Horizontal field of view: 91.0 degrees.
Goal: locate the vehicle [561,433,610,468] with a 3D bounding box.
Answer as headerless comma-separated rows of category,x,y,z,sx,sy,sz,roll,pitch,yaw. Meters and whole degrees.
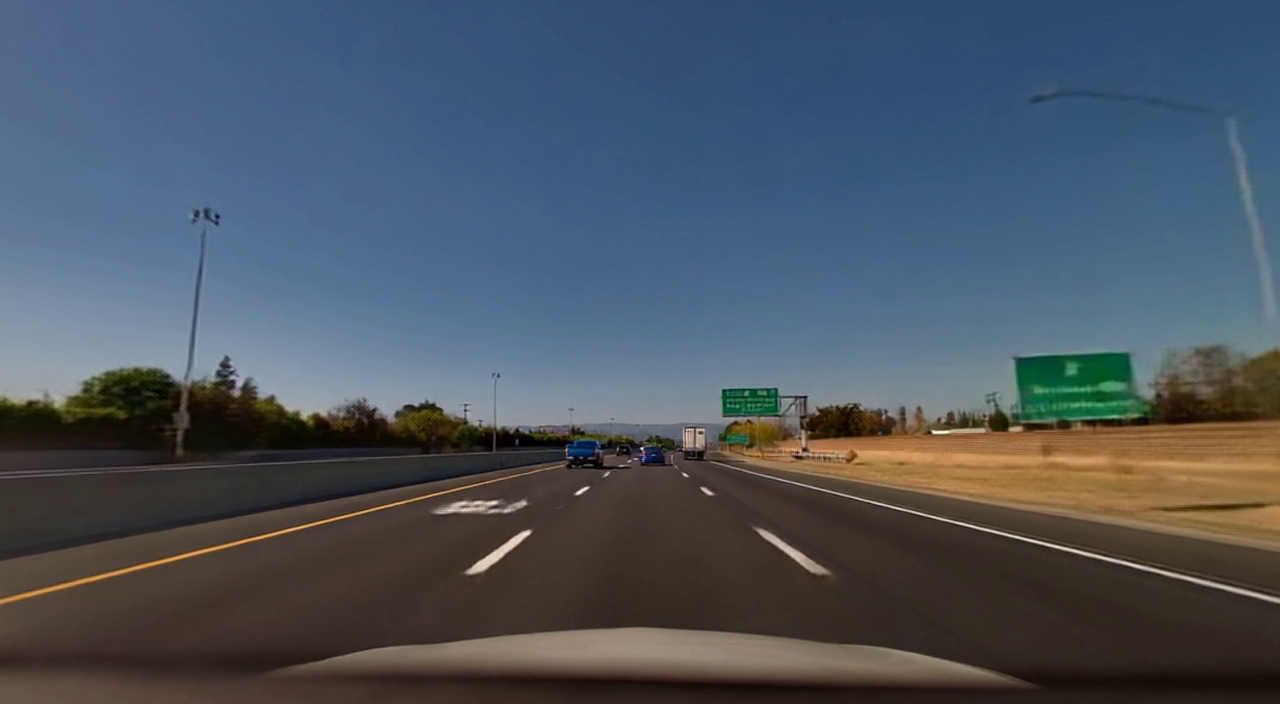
vehicle,-3.052,5.714,36.540,2.264,1.901,4.647,0,-9,2

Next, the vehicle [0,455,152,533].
vehicle,-13.717,3.083,14.049,1.911,1.499,4.586,0,-9,1

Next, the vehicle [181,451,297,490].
vehicle,-17.702,5.218,28.161,1.950,1.538,4.798,0,-9,1

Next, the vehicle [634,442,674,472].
vehicle,0.772,5.767,34.892,2.086,1.548,4.325,0,-9,1
